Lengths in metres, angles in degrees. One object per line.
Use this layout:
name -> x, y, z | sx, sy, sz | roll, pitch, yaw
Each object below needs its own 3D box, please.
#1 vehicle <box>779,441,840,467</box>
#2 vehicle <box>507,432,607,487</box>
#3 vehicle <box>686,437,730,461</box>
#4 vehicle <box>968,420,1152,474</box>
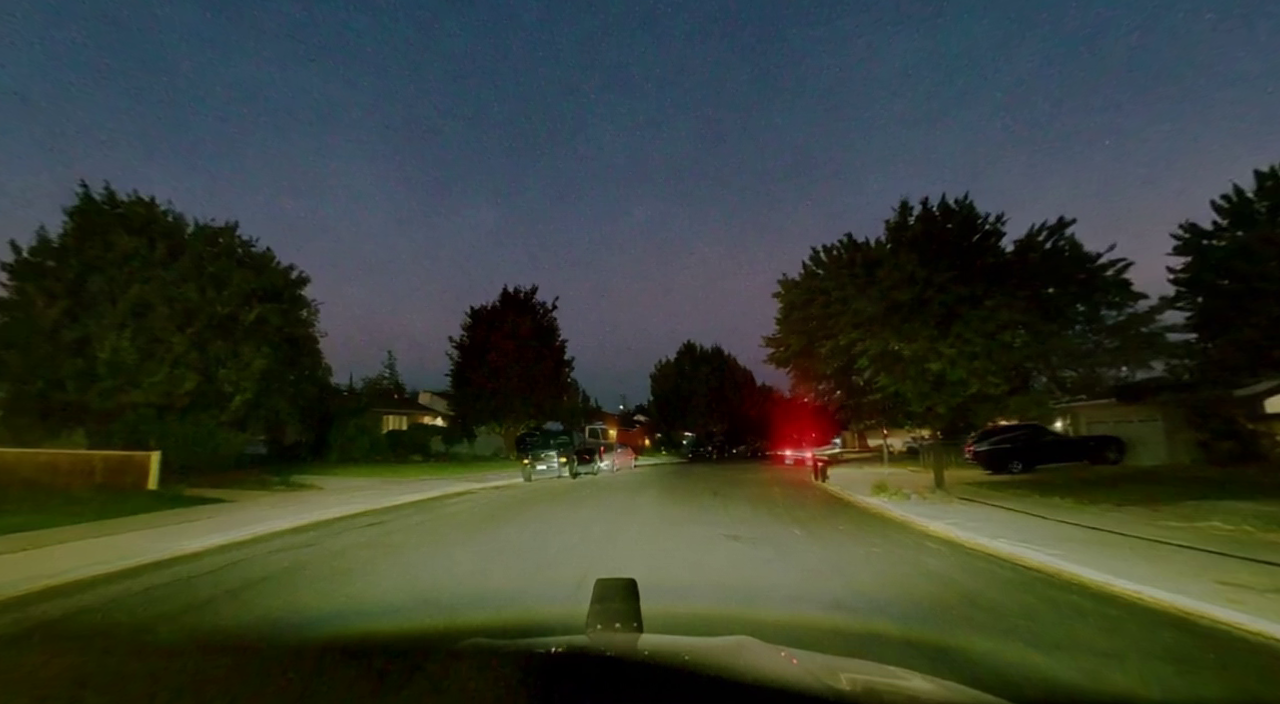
vehicle -> 11.134, 6.578, 40.963 | 2.804, 1.336, 6.700 | -3, -7, 24
vehicle -> -2.992, 3.995, 24.087 | 2.274, 1.784, 5.090 | -1, -6, 11
vehicle -> 5.310, 7.492, 48.657 | 2.052, 1.745, 4.737 | -4, -9, 23
vehicle -> 14.505, 3.320, 22.053 | 4.789, 1.771, 2.092 | -1, -9, 9
